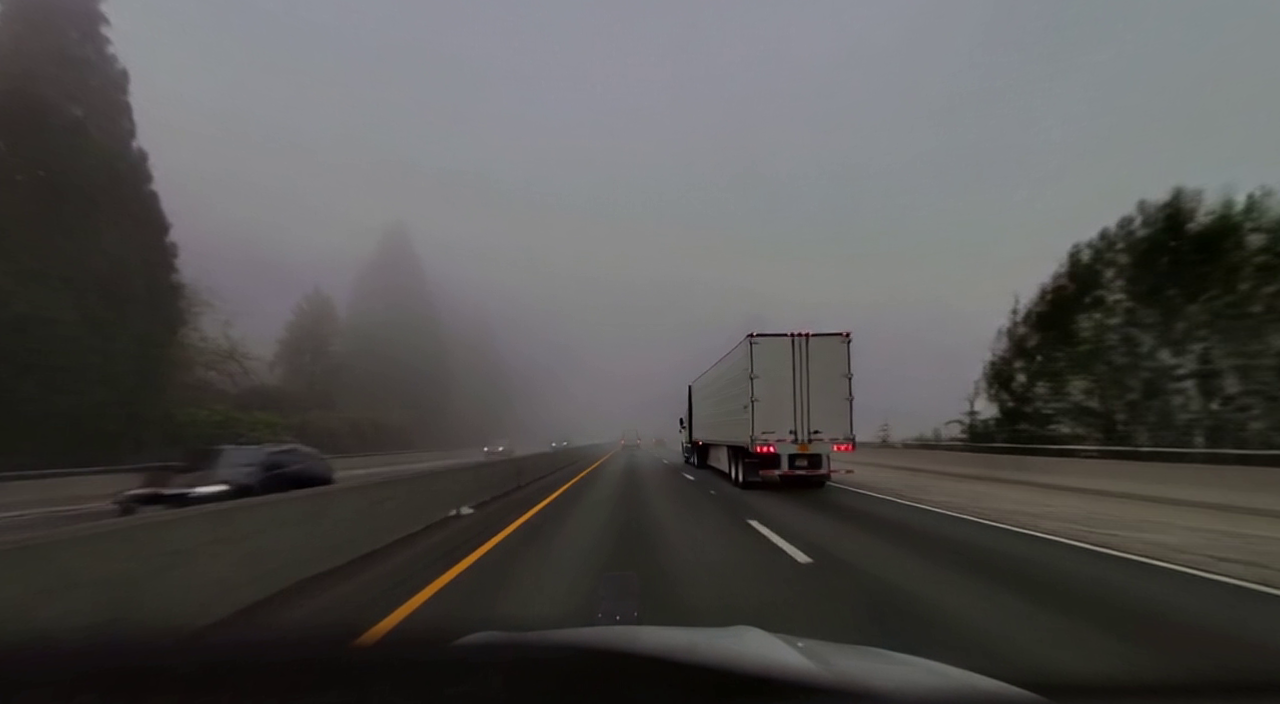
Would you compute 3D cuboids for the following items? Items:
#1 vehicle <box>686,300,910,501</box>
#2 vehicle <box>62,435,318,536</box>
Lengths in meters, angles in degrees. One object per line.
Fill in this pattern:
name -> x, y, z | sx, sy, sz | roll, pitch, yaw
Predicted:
vehicle -> 3.605, 1.856, 19.370 | 3.038, 3.975, 13.887 | 0, -8, -1
vehicle -> -8.029, 2.343, 11.825 | 1.930, 1.542, 3.943 | 0, -7, -1
